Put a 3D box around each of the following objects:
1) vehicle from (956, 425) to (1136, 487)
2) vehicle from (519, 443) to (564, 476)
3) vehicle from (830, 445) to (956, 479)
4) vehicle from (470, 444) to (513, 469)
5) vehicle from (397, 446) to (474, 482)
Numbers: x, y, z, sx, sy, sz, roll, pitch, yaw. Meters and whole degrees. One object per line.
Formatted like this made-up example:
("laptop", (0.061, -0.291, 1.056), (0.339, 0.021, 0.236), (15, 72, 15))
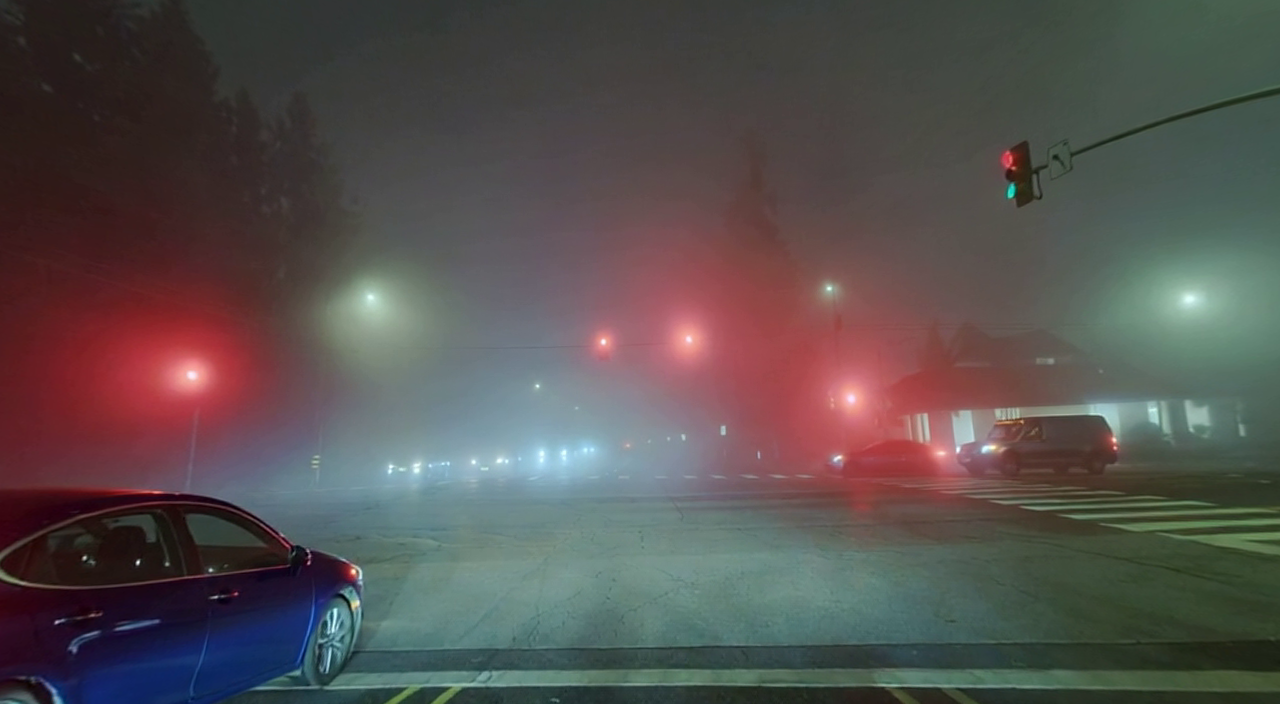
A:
("vehicle", (14.830, 3.766, 23.127), (5.910, 2.046, 2.228), (3, -9, -19))
("vehicle", (-4.497, 4.971, 29.481), (1.846, 1.416, 4.228), (1, -9, -6))
("vehicle", (11.251, 4.915, 28.364), (4.828, 1.453, 1.919), (-1, -9, 6))
("vehicle", (-9.017, 6.384, 38.738), (1.779, 1.460, 4.463), (0, -9, -3))
("vehicle", (-8.996, 4.944, 28.242), (2.024, 1.460, 4.381), (0, -9, 0))
